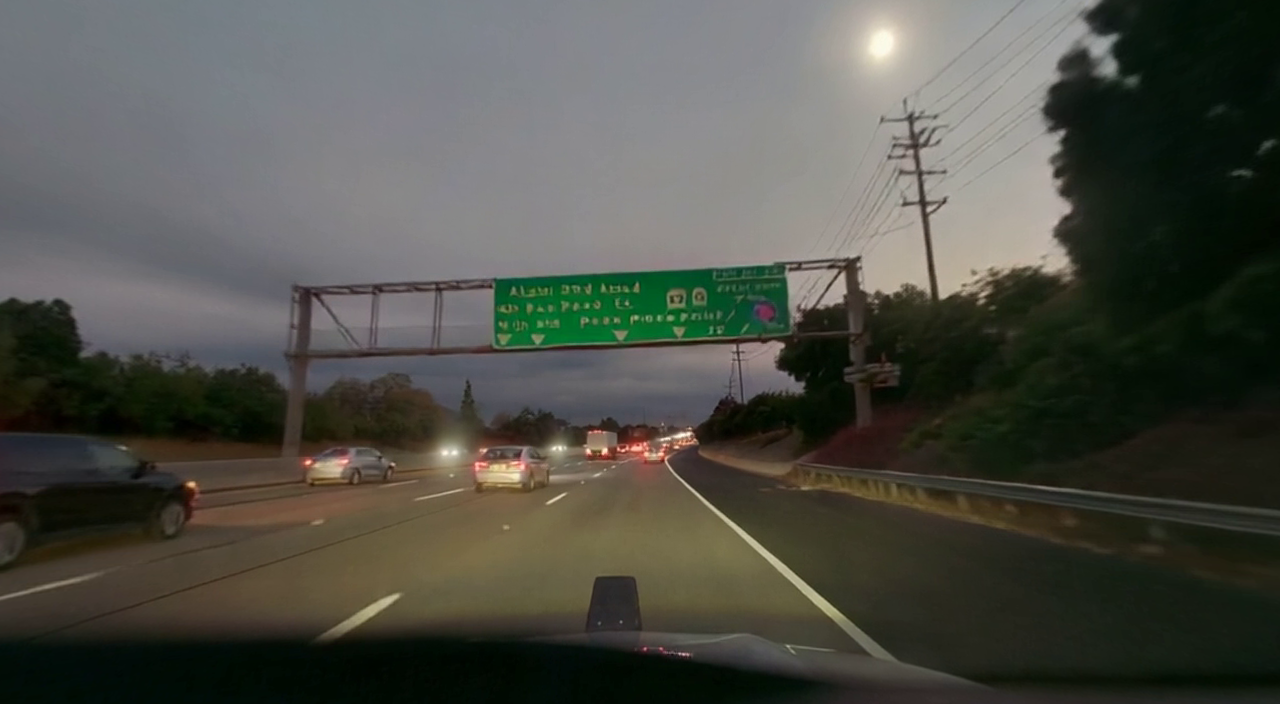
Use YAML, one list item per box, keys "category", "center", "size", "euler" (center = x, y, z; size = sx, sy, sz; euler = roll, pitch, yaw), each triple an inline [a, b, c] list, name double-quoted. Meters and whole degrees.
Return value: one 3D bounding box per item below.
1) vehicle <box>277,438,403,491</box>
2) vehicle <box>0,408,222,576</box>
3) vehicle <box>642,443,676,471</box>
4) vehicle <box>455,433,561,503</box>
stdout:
- category: "vehicle"
  center: [-10.828, 4.075, 23.260]
  size: [2.097, 1.722, 4.981]
  euler: [0, -9, 1]
- category: "vehicle"
  center: [-7.539, 1.557, 7.281]
  size: [2.043, 1.696, 4.851]
  euler: [0, -9, 0]
- category: "vehicle"
  center: [1.234, 6.656, 40.137]
  size: [2.038, 1.677, 4.219]
  euler: [0, -9, 2]
- category: "vehicle"
  center: [-3.500, 3.159, 17.560]
  size: [1.976, 1.688, 4.124]
  euler: [0, -9, 1]
